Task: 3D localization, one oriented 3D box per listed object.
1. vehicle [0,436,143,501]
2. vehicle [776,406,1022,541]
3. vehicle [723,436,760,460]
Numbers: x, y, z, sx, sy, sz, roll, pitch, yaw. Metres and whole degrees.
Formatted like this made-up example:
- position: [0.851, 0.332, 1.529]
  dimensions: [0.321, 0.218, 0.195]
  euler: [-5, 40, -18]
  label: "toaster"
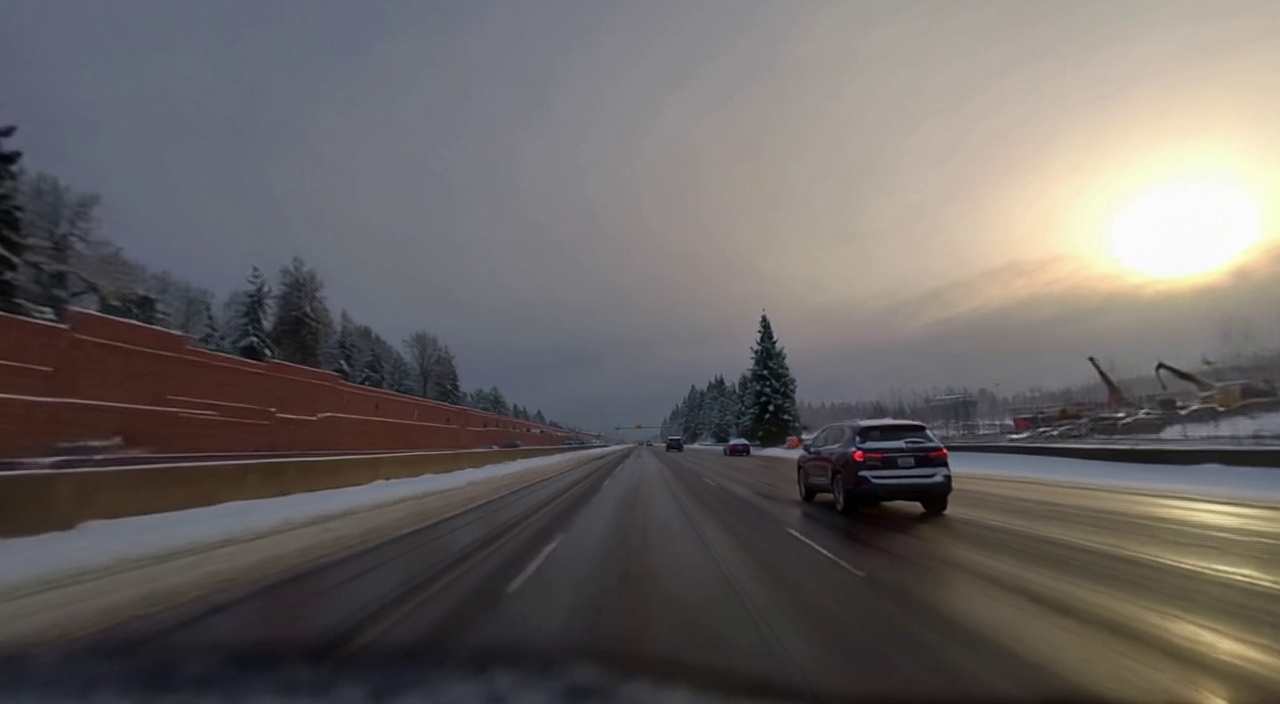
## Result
- position: [-20.521, 3.937, 21.869]
  dimensions: [2.217, 1.953, 5.320]
  euler: [0, -8, 0]
  label: "vehicle"
- position: [3.997, 1.977, 10.864]
  dimensions: [2.190, 1.783, 4.637]
  euler: [0, -8, -1]
  label: "vehicle"
- position: [7.932, 7.589, 49.850]
  dimensions: [2.066, 1.795, 4.674]
  euler: [0, -8, -1]
  label: "vehicle"
